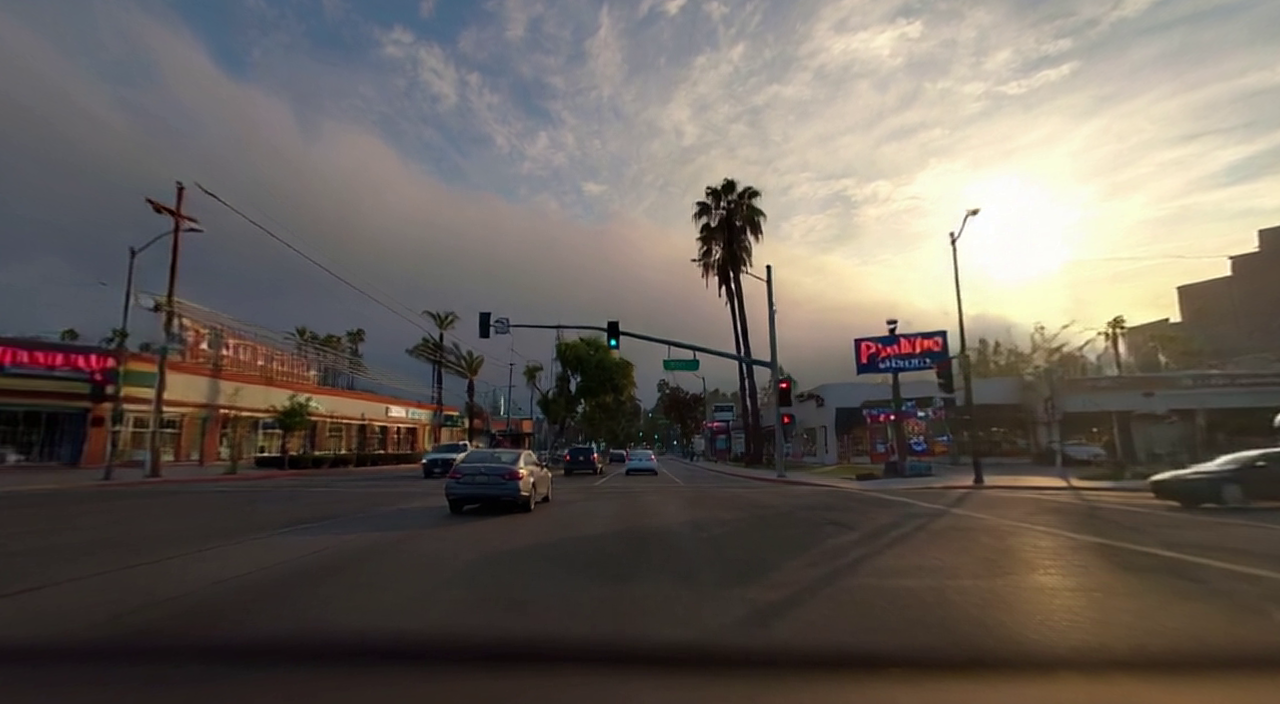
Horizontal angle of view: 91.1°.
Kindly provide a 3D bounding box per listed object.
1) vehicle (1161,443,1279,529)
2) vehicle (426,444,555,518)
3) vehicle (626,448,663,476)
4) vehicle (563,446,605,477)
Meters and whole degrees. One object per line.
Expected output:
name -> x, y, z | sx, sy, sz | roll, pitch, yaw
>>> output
vehicle -> 12.648, 2.382, 11.527 | 4.361, 1.428, 1.944 | 0, -8, 0
vehicle -> -3.386, 2.985, 15.157 | 1.904, 1.513, 4.410 | 0, -8, 2
vehicle -> 0.241, 6.521, 37.398 | 2.094, 1.496, 4.070 | 0, -8, 0
vehicle -> -3.140, 6.174, 35.807 | 1.979, 1.634, 3.957 | 0, -8, 1
